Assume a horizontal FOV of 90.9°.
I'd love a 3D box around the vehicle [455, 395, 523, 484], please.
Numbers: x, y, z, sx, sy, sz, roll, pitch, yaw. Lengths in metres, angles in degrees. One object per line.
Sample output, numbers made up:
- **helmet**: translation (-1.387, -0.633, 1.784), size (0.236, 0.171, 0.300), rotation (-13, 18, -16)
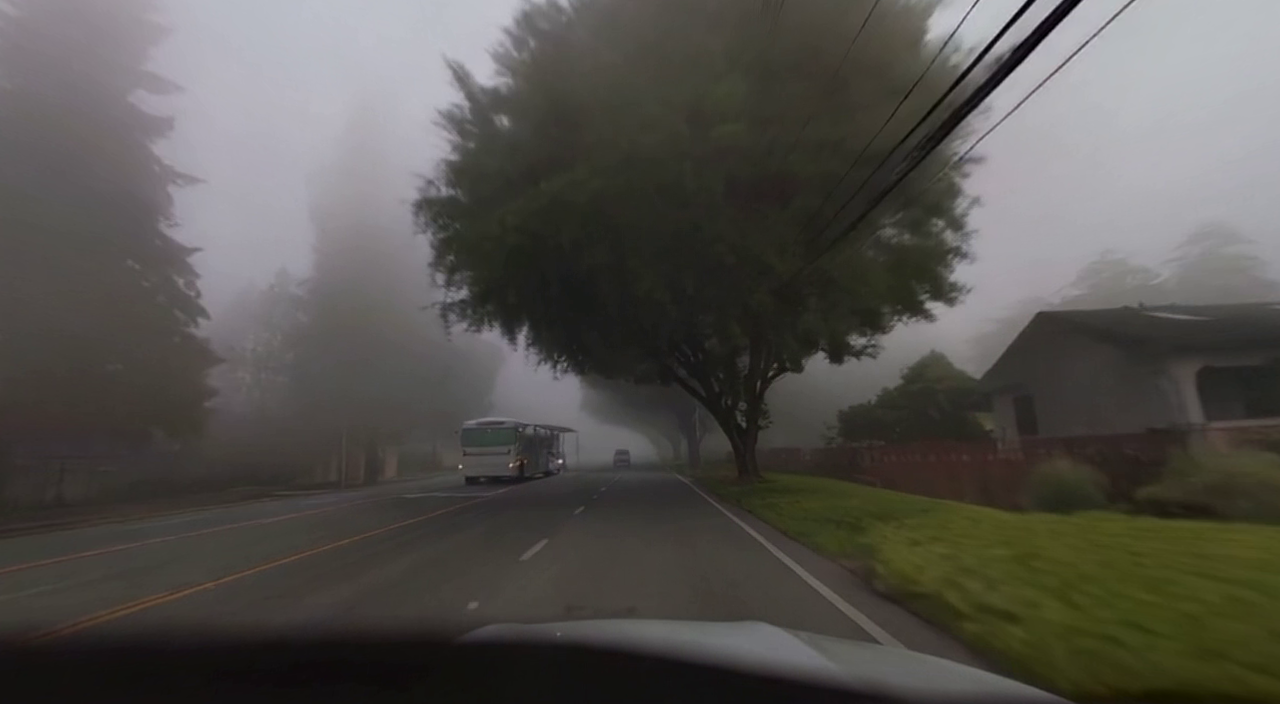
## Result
- **vehicle**: translation (-6.716, 3.936, 28.346), size (2.365, 3.642, 3.374), rotation (-2, -9, -4)
